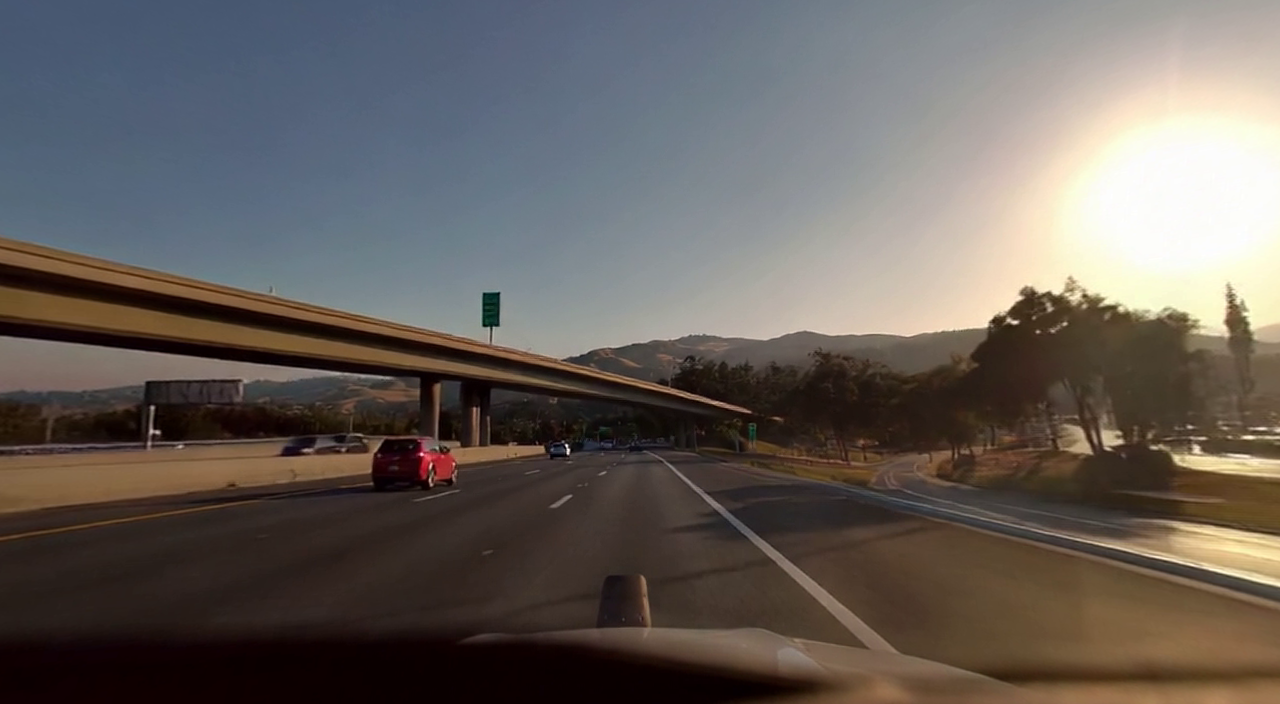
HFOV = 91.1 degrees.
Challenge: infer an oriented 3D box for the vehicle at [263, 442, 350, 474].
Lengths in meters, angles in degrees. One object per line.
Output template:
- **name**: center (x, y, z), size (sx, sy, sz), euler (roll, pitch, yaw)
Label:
- **vehicle**: center (-16.278, 5.176, 30.942), size (1.851, 1.443, 4.473), euler (0, -8, 0)

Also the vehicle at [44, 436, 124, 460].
- **vehicle**: center (-40.728, 7.023, 46.112), size (2.089, 1.672, 4.546), euler (1, -8, -8)

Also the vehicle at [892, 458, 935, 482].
- **vehicle**: center (21.648, 9.348, 49.882), size (2.048, 1.716, 4.390), euler (-2, -8, 10)
